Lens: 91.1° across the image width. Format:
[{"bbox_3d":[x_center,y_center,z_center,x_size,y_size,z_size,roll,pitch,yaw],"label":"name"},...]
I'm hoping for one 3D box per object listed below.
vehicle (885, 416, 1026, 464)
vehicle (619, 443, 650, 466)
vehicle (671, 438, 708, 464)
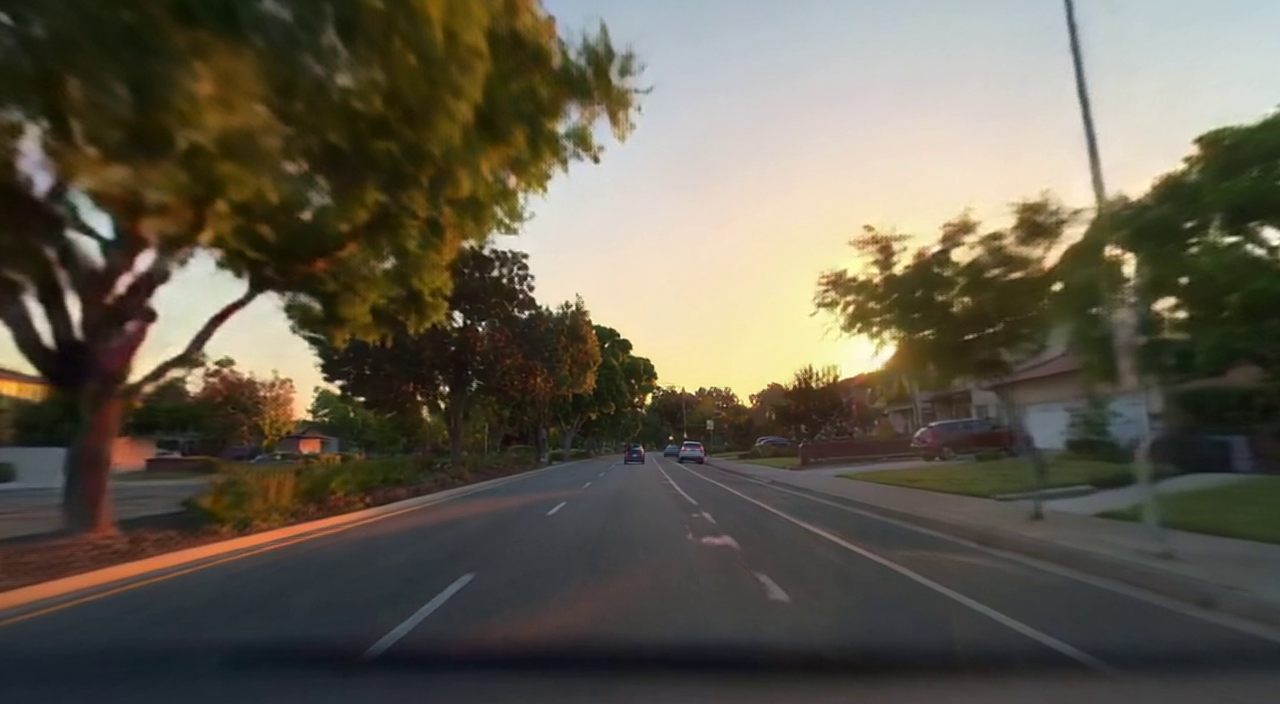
[{"bbox_3d":[13.099,3.707,26.321,4.739,1.918,2.071,-1,-8,3],"label":"vehicle"},{"bbox_3d":[-0.369,7.096,43.668,2.054,1.456,4.003,0,-8,-1],"label":"vehicle"},{"bbox_3d":[3.764,7.612,48.438,2.203,1.828,5.336,0,-8,-2],"label":"vehicle"}]
